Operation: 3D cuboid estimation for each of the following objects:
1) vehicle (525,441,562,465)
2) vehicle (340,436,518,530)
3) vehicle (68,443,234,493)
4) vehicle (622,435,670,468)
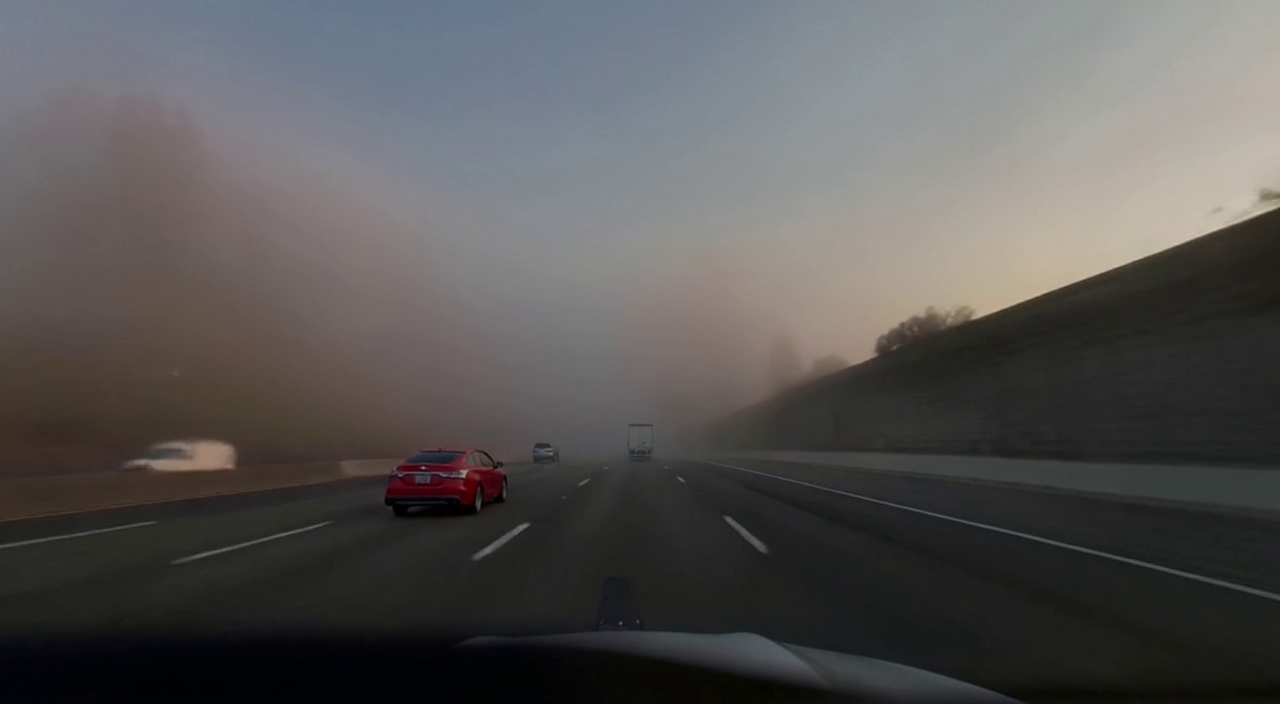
[{"bbox_3d":[-7.438,7.792,48.865,2.068,1.757,4.611,0,-8,1],"label":"vehicle"},{"bbox_3d":[-3.842,2.449,12.420,2.000,1.512,4.371,0,-9,0],"label":"vehicle"},{"bbox_3d":[-17.247,4.092,22.615,2.064,1.581,4.791,0,-8,1],"label":"vehicle"},{"bbox_3d":[0.315,6.380,40.566,2.856,1.994,4.931,0,-8,-1],"label":"vehicle"}]
